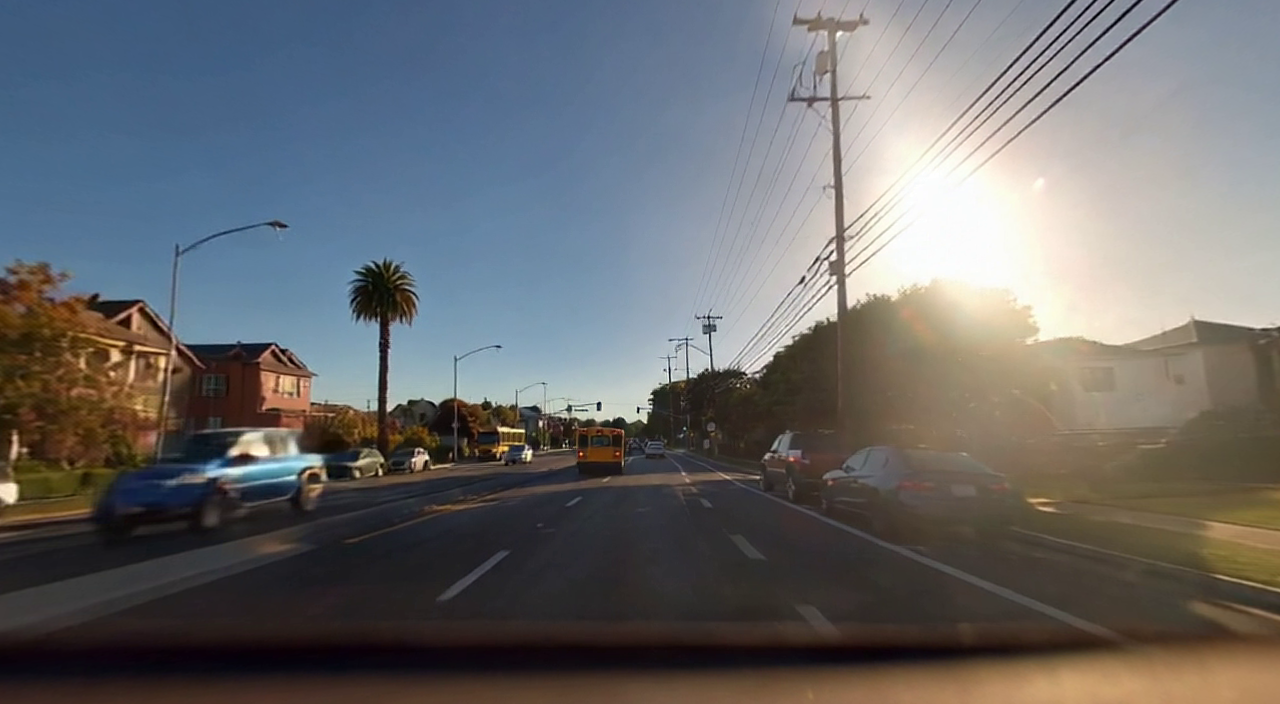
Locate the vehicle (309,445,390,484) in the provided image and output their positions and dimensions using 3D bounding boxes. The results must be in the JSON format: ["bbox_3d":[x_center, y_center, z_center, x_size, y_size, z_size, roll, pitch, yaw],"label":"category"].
[{"bbox_3d":[-15.291,5.904,33.495,1.993,1.639,5.065,-6,-8,-1],"label":"vehicle"}]

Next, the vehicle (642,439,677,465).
[{"bbox_3d":[1.175,6.141,38.956,2.063,1.495,3.849,0,-8,2],"label":"vehicle"}]

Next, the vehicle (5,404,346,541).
[{"bbox_3d":[-8.586,2.296,12.743,2.653,1.964,5.699,-3,-8,-1],"label":"vehicle"}]

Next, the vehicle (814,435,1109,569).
[{"bbox_3d":[4.215,1.999,9.378,1.838,1.458,4.750,0,-8,-1],"label":"vehicle"}]

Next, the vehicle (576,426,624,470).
[{"bbox_3d":[-1.937,4.844,31.972,2.168,2.040,4.527,0,-8,-1],"label":"vehicle"}]

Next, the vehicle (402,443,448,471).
[{"bbox_3d":[-15.280,7.458,44.986,1.888,1.766,4.127,-5,-8,-1],"label":"vehicle"}]

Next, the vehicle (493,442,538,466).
[{"bbox_3d":[-8.509,6.952,43.352,2.096,1.552,4.714,0,-8,0],"label":"vehicle"}]
